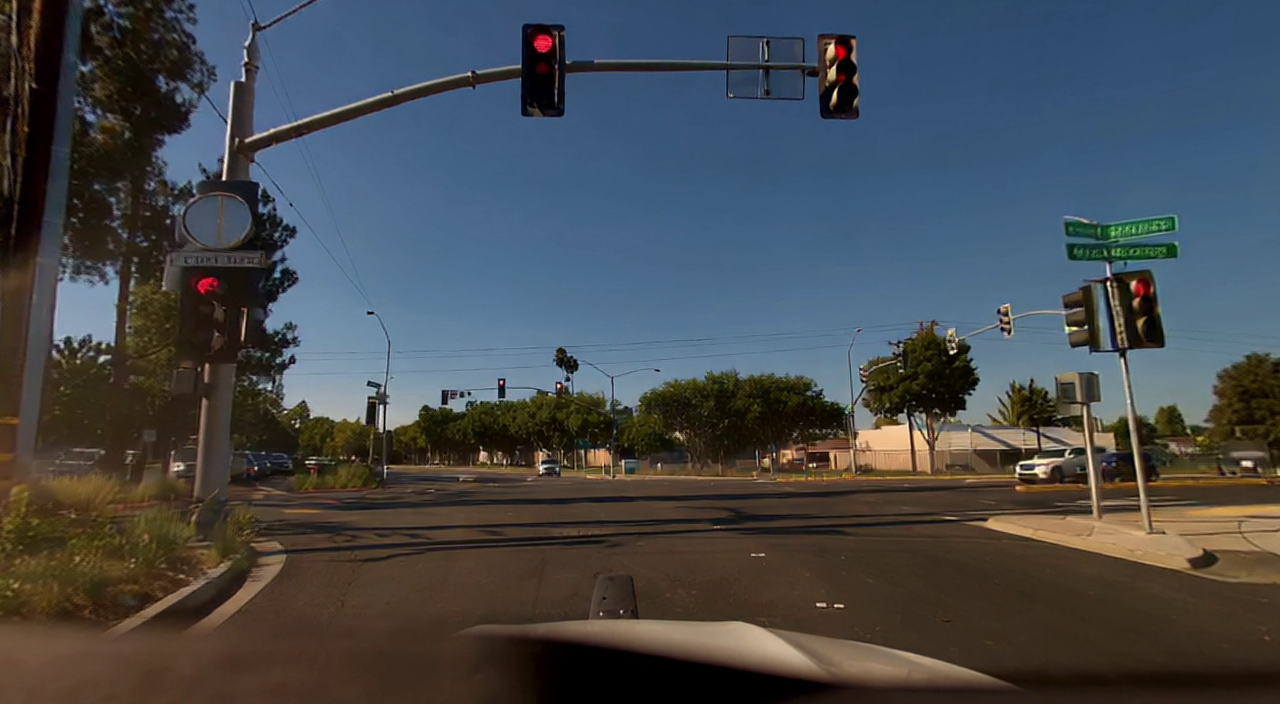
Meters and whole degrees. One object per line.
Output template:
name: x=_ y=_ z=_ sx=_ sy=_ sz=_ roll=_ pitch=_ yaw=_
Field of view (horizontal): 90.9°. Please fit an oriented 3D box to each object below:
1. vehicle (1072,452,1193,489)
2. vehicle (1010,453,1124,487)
vehicle: x=22.703 y=5.468 z=29.117 sx=3.998 sy=1.590 sz=1.936 roll=1 pitch=-10 yaw=-6
vehicle: x=22.030 y=6.078 z=32.592 sx=4.455 sy=1.647 sz=2.124 roll=1 pitch=-10 yaw=-8
